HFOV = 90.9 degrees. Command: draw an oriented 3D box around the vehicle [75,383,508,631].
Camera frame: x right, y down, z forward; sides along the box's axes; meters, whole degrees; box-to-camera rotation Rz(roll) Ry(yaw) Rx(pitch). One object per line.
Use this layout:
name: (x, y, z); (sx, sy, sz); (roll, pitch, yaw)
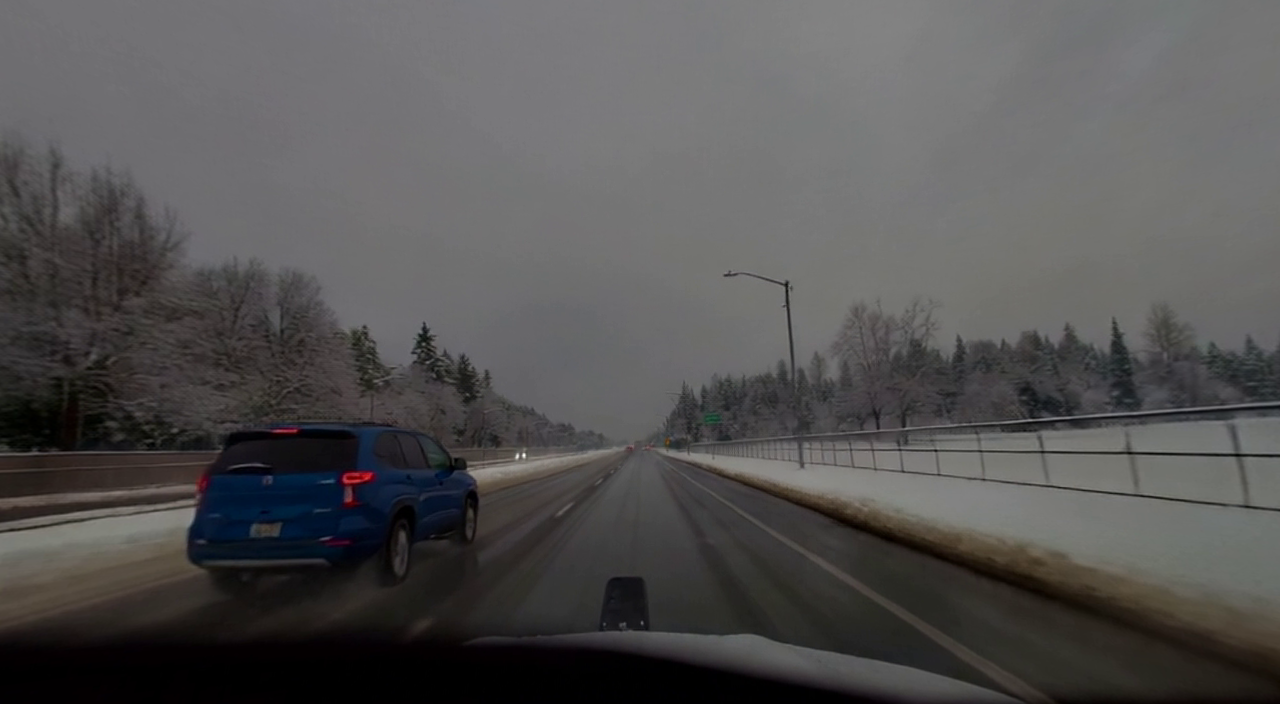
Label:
vehicle: (-3.115, 1.508, 7.155); (2.160, 1.855, 4.695); (0, -8, 1)
